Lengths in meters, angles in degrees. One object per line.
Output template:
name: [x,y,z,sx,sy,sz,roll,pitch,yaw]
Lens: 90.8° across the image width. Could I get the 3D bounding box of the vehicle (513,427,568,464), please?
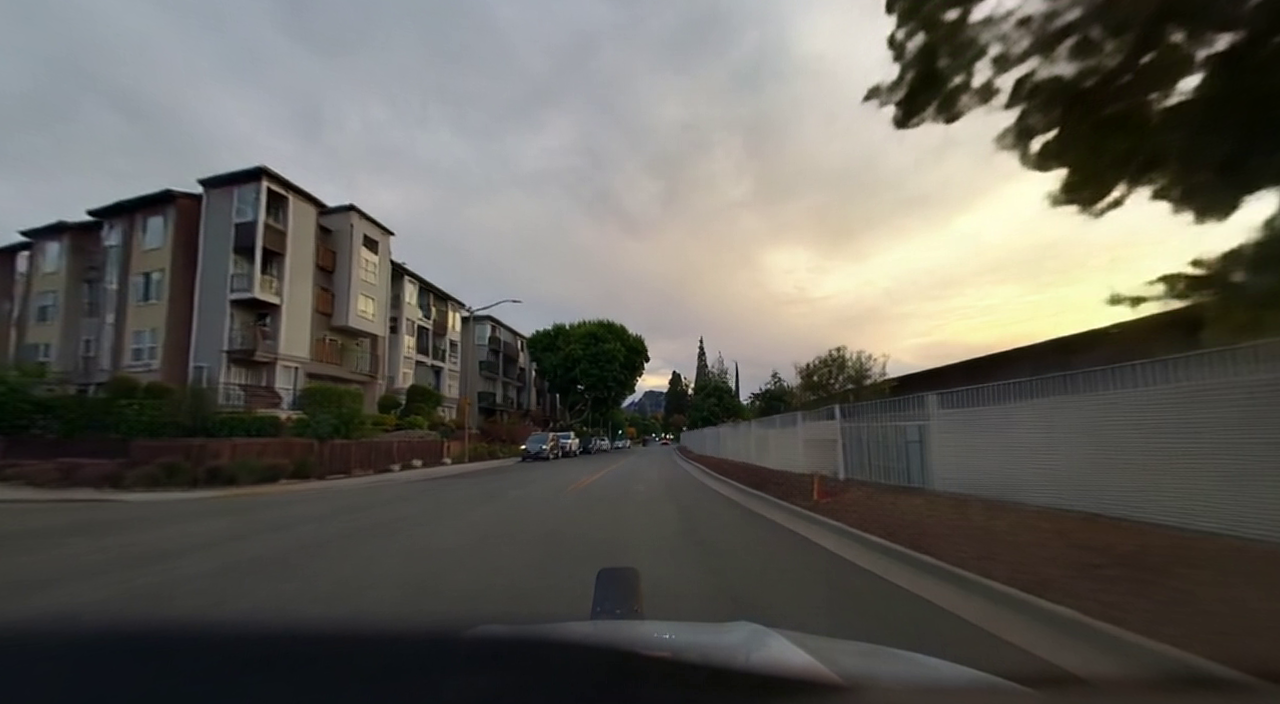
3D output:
vehicle: [-5.854,5.606,37.916,2.192,1.965,4.917,2,-8,3]
